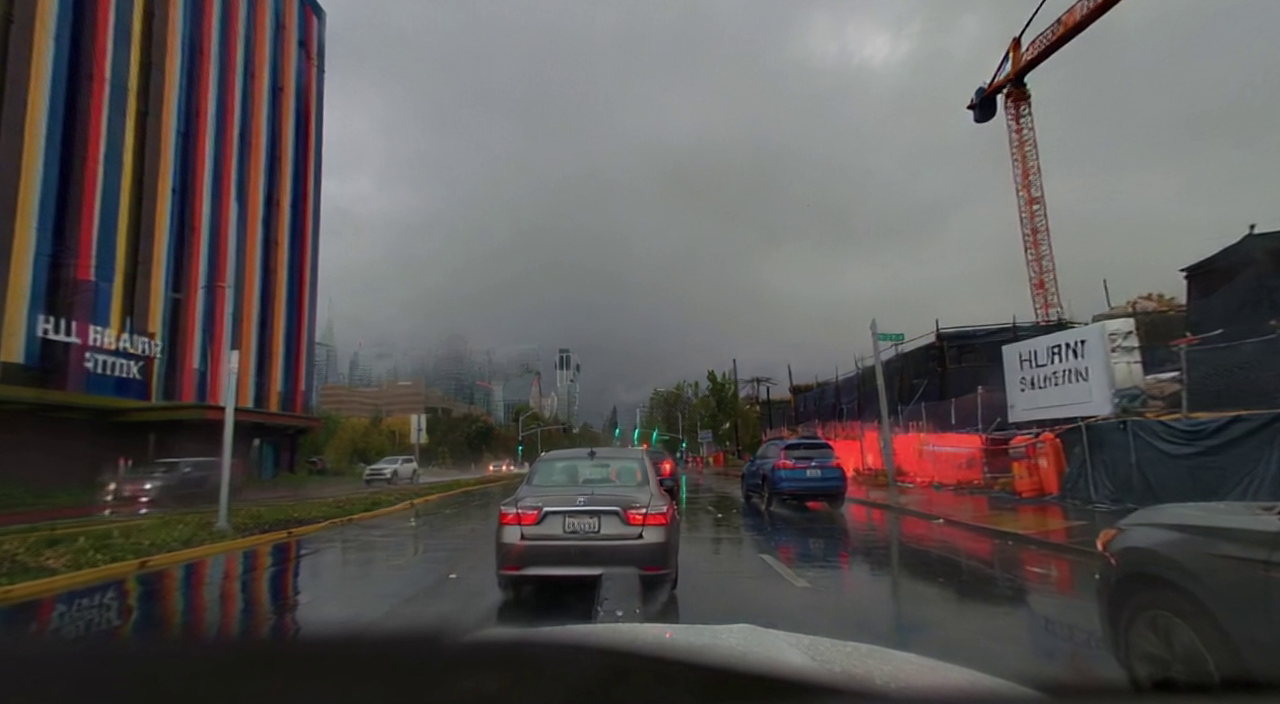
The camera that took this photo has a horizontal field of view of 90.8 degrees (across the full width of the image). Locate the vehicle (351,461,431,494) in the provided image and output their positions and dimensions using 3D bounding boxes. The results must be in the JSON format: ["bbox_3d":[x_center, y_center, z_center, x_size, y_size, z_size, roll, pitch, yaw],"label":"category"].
[{"bbox_3d":[-12.780,6.455,32.805,1.986,1.476,4.753,-1,-8,3],"label":"vehicle"}]

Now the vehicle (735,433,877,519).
[{"bbox_3d":[3.890,3.002,15.887,2.185,1.797,4.934,0,-8,-1],"label":"vehicle"}]

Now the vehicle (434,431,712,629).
[{"bbox_3d":[-0.467,1.682,7.013,2.131,1.496,4.193,0,-8,1],"label":"vehicle"}]

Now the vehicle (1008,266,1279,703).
[{"bbox_3d":[3.363,0.520,1.213,2.182,1.954,5.341,0,-8,2],"label":"vehicle"}]

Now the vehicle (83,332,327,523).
[{"bbox_3d":[-9.104,1.657,13.725,2.592,3.548,3.414,-2,-9,4],"label":"vehicle"}]
